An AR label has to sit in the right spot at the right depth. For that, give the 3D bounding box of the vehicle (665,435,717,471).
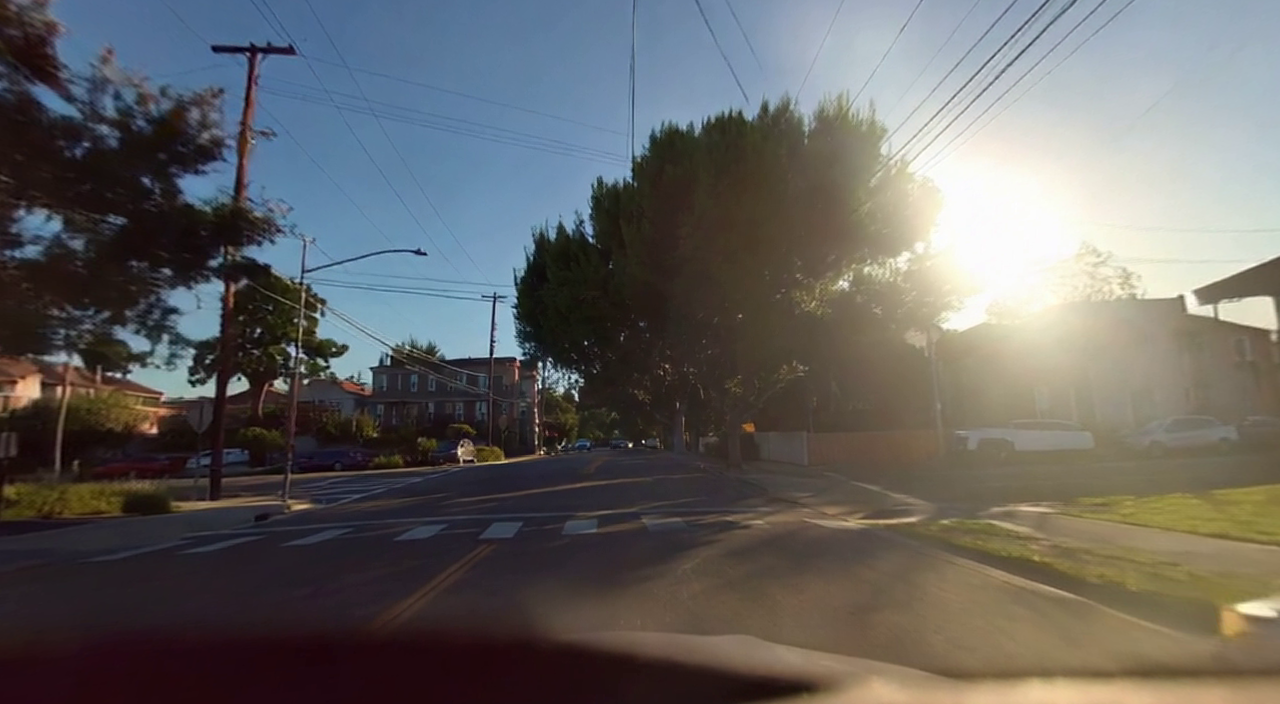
[{"bbox_3d":[2.373,4.893,30.652,1.999,1.604,4.065,0,-9,-3],"label":"vehicle"}]

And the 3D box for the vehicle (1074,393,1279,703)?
[{"bbox_3d":[3.088,0.653,0.465,2.053,1.501,4.765,0,-9,-2],"label":"vehicle"}]

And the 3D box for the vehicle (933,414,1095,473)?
[{"bbox_3d":[12.926,3.186,22.028,4.375,1.733,1.953,-2,-9,-5],"label":"vehicle"}]

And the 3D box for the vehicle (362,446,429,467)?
[{"bbox_3d":[-18.516,7.940,47.974,1.835,1.463,4.469,-4,-10,32],"label":"vehicle"}]

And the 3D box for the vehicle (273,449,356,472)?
[{"bbox_3d":[-22.009,7.329,42.875,1.797,1.446,4.694,-4,-10,30],"label":"vehicle"}]

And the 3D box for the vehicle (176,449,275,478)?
[{"bbox_3d":[-25.061,6.729,38.392,1.814,1.462,4.703,-8,-10,30],"label":"vehicle"}]
